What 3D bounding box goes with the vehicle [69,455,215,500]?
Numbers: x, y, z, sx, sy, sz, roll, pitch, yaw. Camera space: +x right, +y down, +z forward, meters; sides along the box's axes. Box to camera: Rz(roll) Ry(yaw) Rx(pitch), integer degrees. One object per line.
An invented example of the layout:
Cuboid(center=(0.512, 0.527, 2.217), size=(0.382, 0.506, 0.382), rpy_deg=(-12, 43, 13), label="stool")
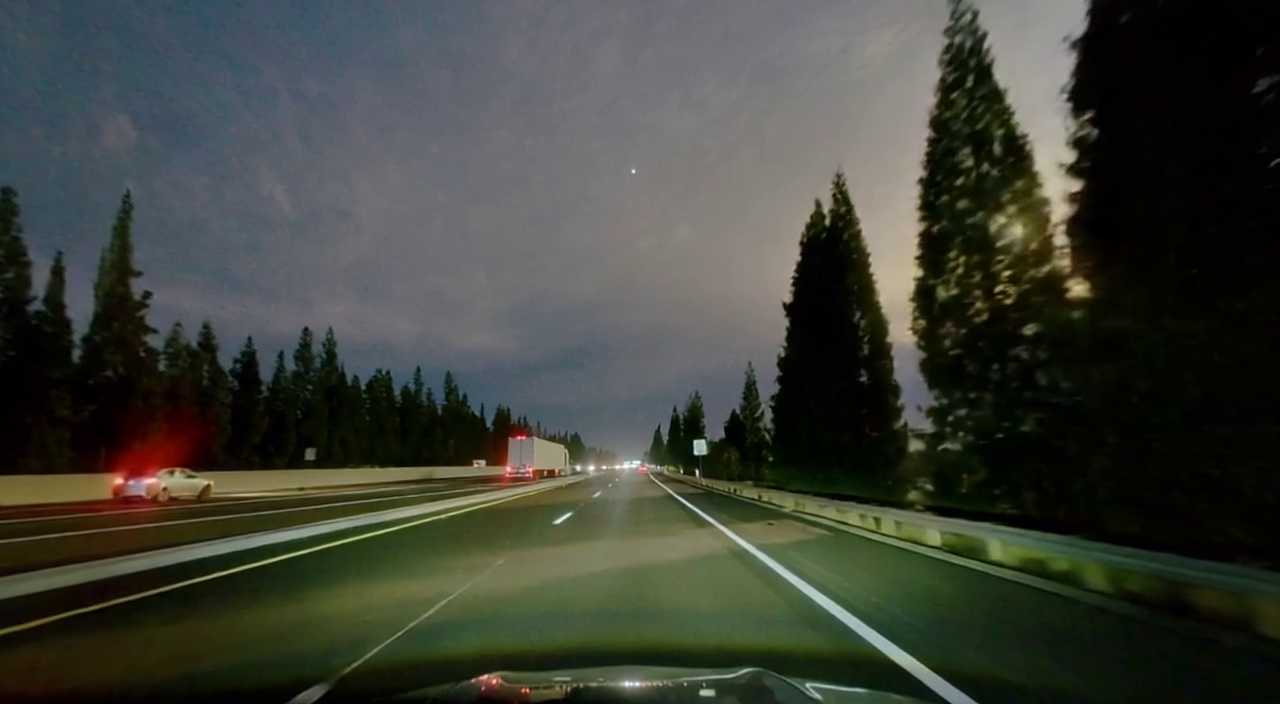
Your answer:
Cuboid(center=(-18.050, 4.571, 23.145), size=(1.745, 1.430, 4.252), rpy_deg=(0, -10, 2), label="vehicle")
